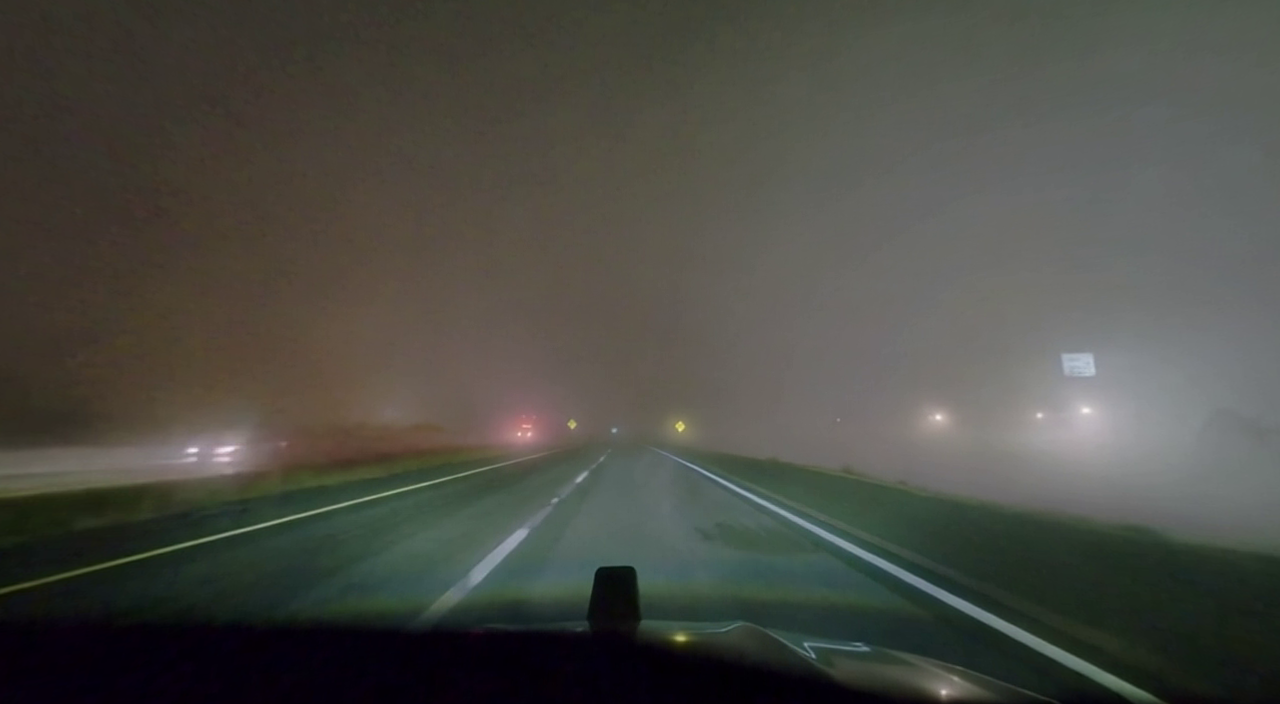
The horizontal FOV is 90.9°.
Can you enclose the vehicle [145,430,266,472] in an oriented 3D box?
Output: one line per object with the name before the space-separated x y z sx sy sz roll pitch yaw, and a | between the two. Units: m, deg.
vehicle | -16.403 3.741 24.077 1.785 1.429 4.077 0 -8 -1
